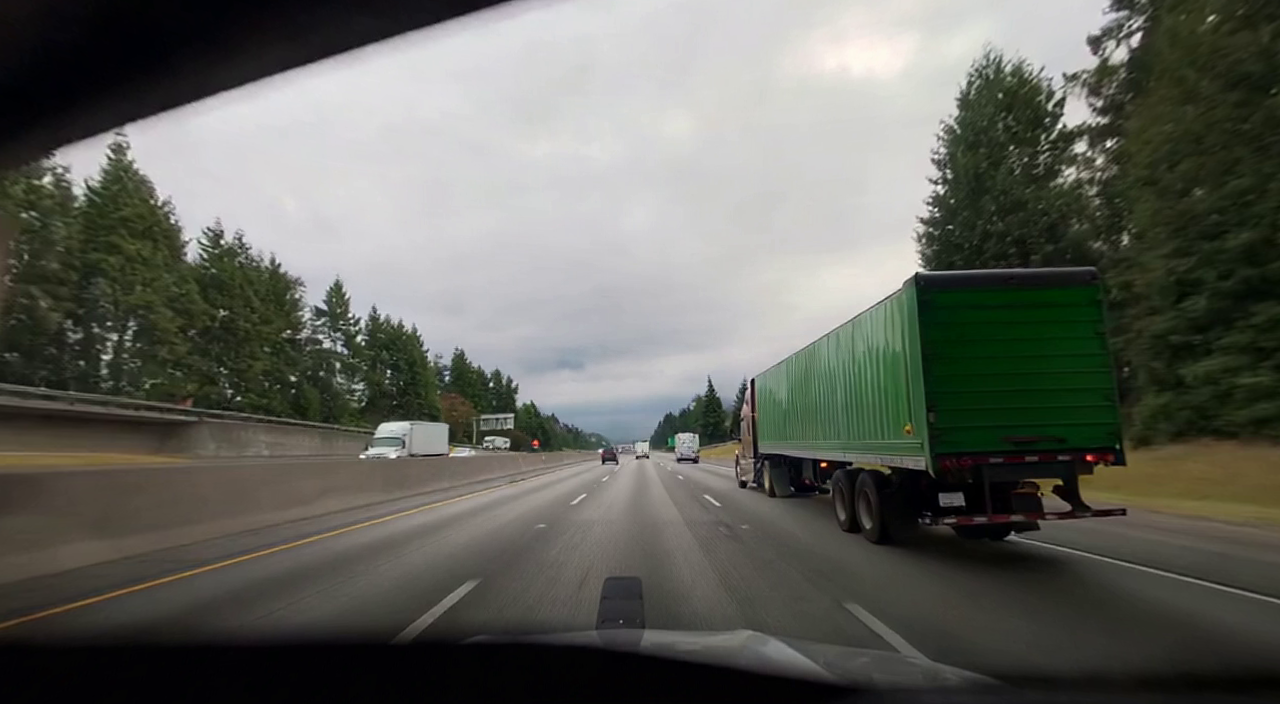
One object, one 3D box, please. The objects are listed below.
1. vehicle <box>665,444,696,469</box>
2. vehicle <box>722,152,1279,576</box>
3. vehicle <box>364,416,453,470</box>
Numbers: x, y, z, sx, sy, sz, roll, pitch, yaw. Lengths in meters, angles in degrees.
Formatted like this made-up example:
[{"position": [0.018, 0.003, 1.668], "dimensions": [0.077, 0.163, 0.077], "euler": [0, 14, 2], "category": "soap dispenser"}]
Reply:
[{"position": [2.787, 7.294, 44.232], "dimensions": [2.019, 1.601, 3.953], "euler": [-1, -9, 2], "category": "vehicle"}, {"position": [4.690, 1.307, 14.930], "dimensions": [3.115, 4.407, 17.026], "euler": [0, -9, 0], "category": "vehicle"}, {"position": [-15.629, 6.306, 43.441], "dimensions": [3.020, 3.309, 8.280], "euler": [0, -9, 0], "category": "vehicle"}]
